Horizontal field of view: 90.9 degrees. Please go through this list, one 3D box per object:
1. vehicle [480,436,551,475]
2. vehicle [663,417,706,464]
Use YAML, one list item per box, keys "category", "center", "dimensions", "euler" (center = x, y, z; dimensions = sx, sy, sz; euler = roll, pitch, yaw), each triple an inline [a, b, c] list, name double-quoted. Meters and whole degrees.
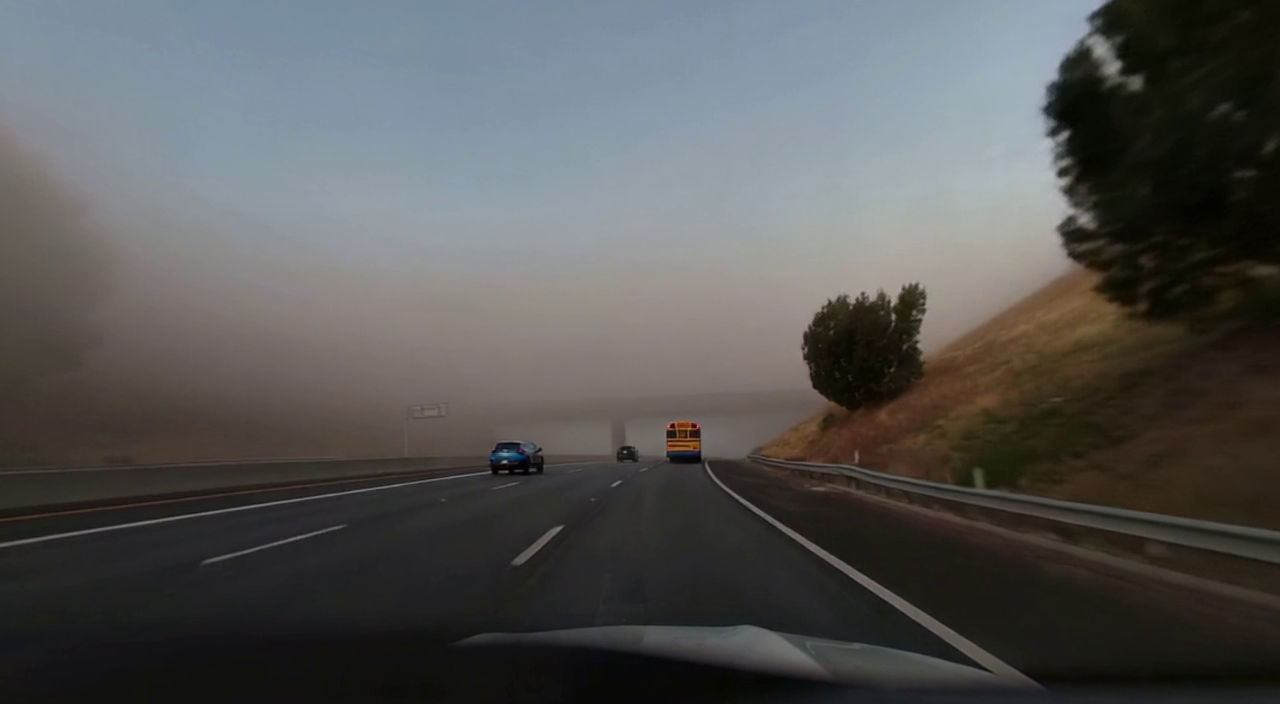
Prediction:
- category: "vehicle"
  center: [-5.847, 4.924, 30.232]
  dimensions: [2.172, 1.689, 4.625]
  euler: [-1, -8, 4]
- category: "vehicle"
  center: [3.579, 6.942, 49.360]
  dimensions: [2.945, 3.295, 10.406]
  euler: [-1, -8, 5]
